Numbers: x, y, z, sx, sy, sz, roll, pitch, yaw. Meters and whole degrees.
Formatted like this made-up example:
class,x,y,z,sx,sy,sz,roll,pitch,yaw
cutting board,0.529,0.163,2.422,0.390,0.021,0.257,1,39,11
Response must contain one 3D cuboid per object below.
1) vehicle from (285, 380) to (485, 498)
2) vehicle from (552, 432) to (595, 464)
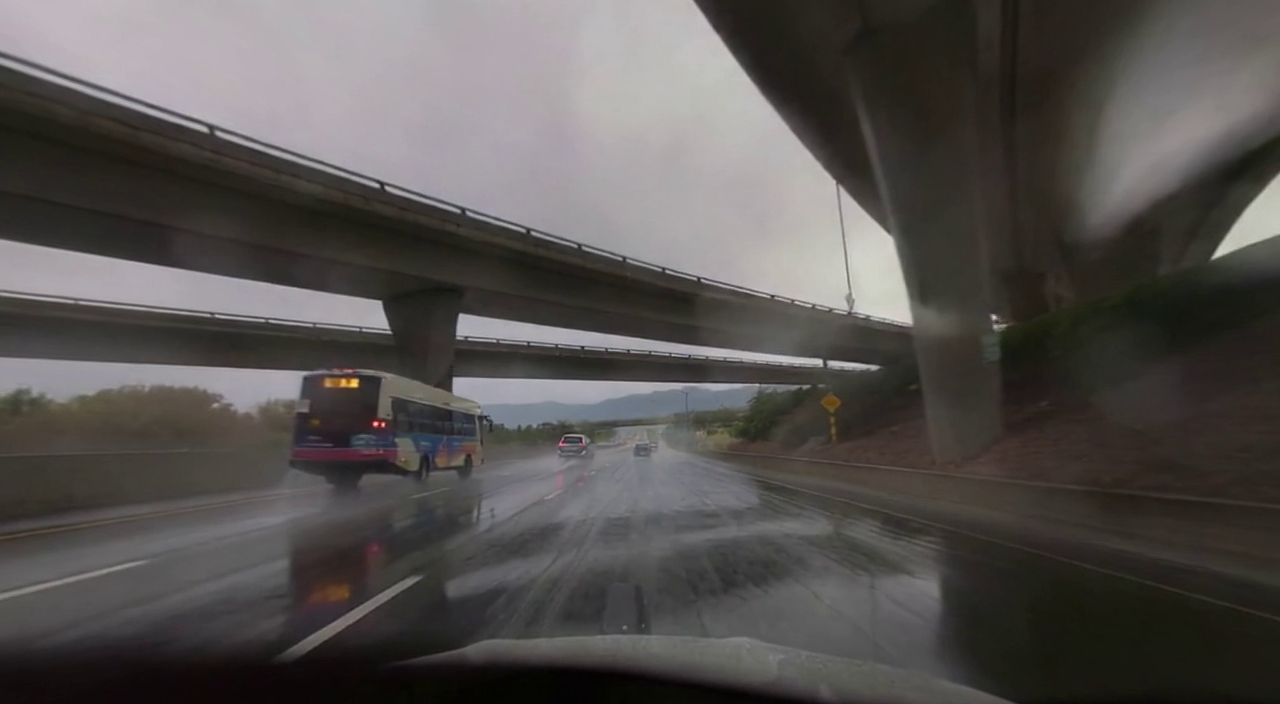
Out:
class,x,y,z,sx,sy,sz,roll,pitch,yaw
vehicle,-7.378,2.815,19.860,2.872,2.890,7.923,1,-9,0
vehicle,-4.104,6.062,39.818,2.147,1.918,4.834,0,-8,1
